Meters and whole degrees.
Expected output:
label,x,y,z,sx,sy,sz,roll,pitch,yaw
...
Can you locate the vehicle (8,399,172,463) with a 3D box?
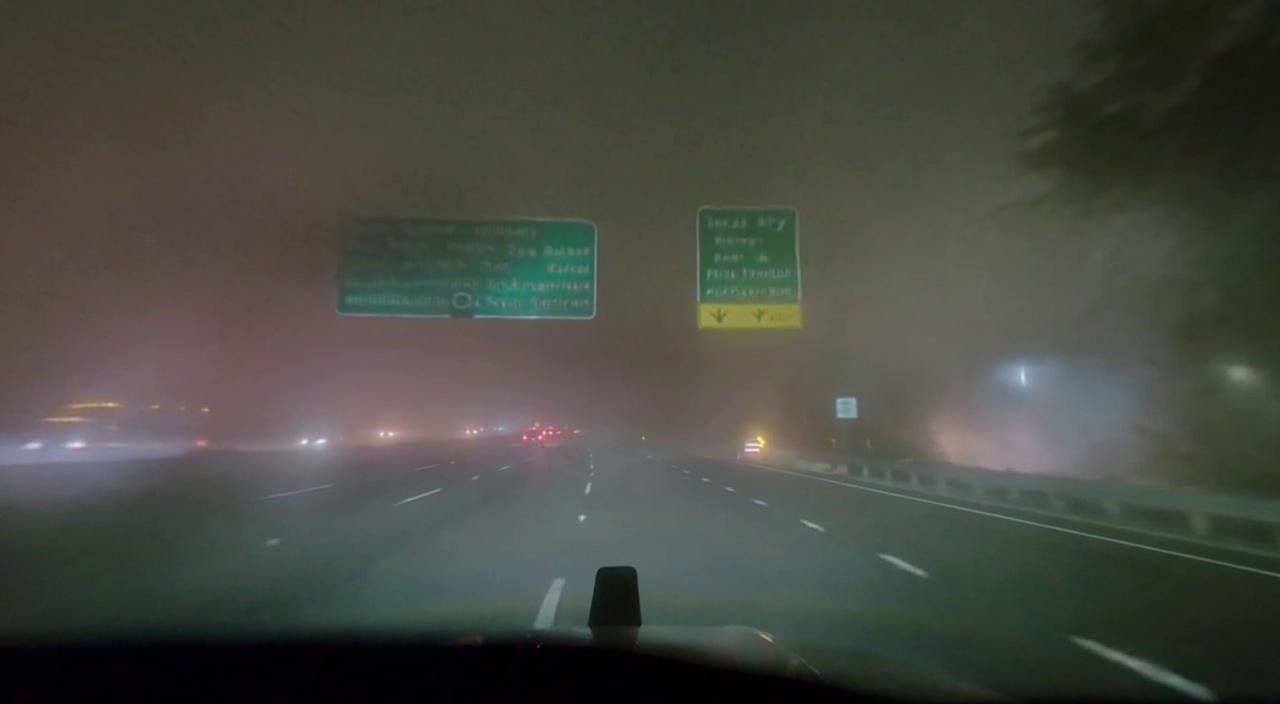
label,x,y,z,sx,sy,sz,roll,pitch,yaw
vehicle,-29.567,4.333,34.331,2.628,3.088,7.182,0,-8,-3
